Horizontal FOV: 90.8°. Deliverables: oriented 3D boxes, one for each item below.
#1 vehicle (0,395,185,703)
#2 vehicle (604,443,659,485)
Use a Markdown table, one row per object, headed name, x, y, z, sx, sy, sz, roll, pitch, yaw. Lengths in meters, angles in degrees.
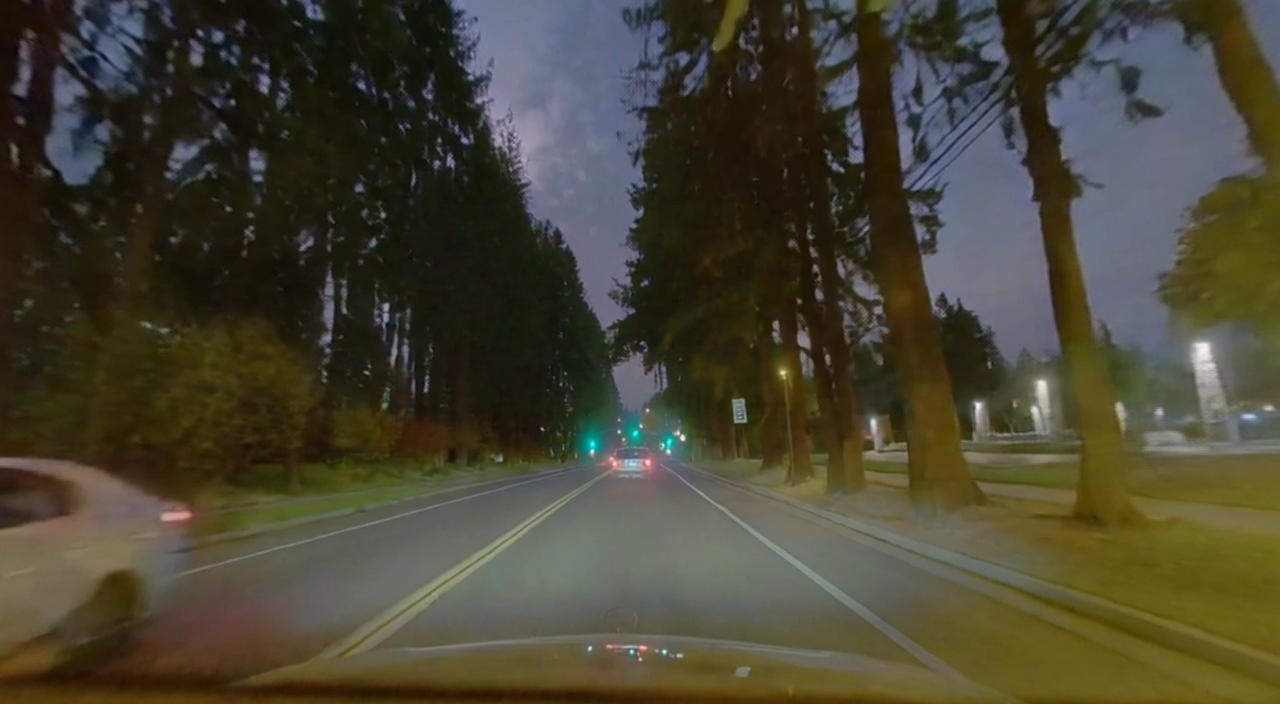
| name | x | y | z | sx | sy | sz | roll | pitch | yaw |
| --- | --- | --- | --- | --- | --- | --- | --- | --- | --- |
| vehicle | -4.266 | 0.991 | 2.472 | 2.078 | 1.720 | 3.822 | -1 | -8 | 0 |
| vehicle | -0.285 | 4.676 | 26.702 | 2.152 | 1.574 | 4.223 | -1 | -8 | 1 |
